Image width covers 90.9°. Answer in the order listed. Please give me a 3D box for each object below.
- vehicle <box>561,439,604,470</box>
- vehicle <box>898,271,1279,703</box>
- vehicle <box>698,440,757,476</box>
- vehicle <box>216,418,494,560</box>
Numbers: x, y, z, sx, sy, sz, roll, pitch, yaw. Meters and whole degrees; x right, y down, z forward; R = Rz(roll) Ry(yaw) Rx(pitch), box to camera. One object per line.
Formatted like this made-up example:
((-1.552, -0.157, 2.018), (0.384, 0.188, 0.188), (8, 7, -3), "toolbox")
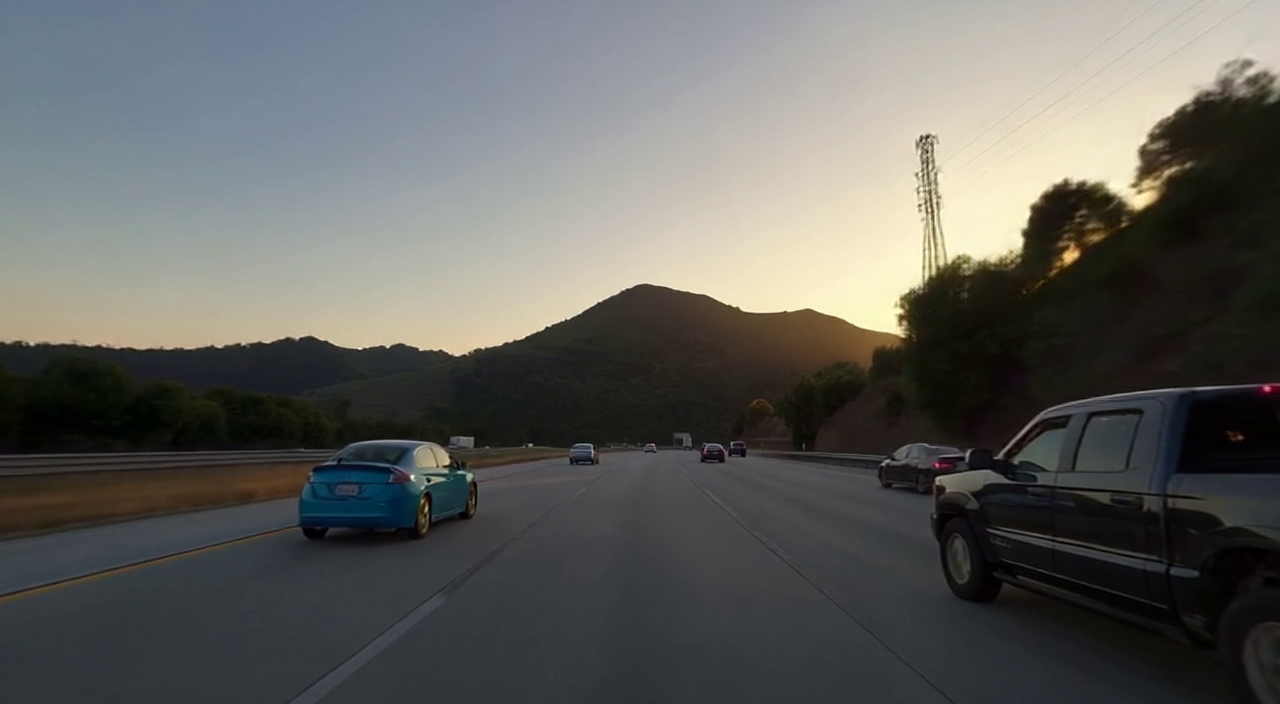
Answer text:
((-3.302, 5.971, 36.990), (2.021, 1.679, 4.310), (-1, -8, 2), "vehicle")
((3.462, 0.786, 3.205), (2.098, 1.925, 5.171), (0, -8, 0), "vehicle")
((3.898, 4.785, 28.775), (2.046, 1.471, 4.333), (0, -8, 0), "vehicle")
((-3.862, 1.944, 9.688), (2.113, 1.636, 4.494), (0, -8, 1), "vehicle")
